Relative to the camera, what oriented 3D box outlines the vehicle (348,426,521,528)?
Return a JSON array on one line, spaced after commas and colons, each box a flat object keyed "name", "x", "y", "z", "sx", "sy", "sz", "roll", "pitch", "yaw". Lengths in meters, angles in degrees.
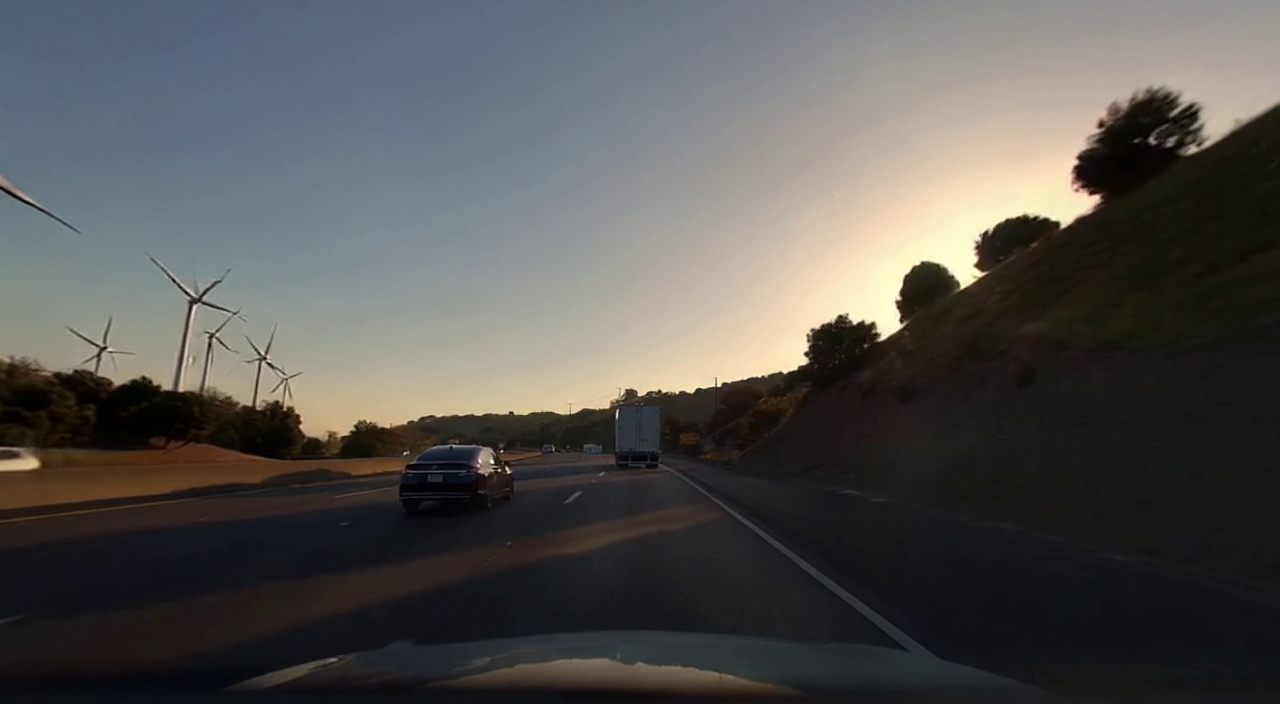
[{"name": "vehicle", "x": -3.787, "y": 2.354, "z": 12.391, "sx": 2.109, "sy": 1.684, "sz": 3.783, "roll": 0, "pitch": -8, "yaw": 0}]
